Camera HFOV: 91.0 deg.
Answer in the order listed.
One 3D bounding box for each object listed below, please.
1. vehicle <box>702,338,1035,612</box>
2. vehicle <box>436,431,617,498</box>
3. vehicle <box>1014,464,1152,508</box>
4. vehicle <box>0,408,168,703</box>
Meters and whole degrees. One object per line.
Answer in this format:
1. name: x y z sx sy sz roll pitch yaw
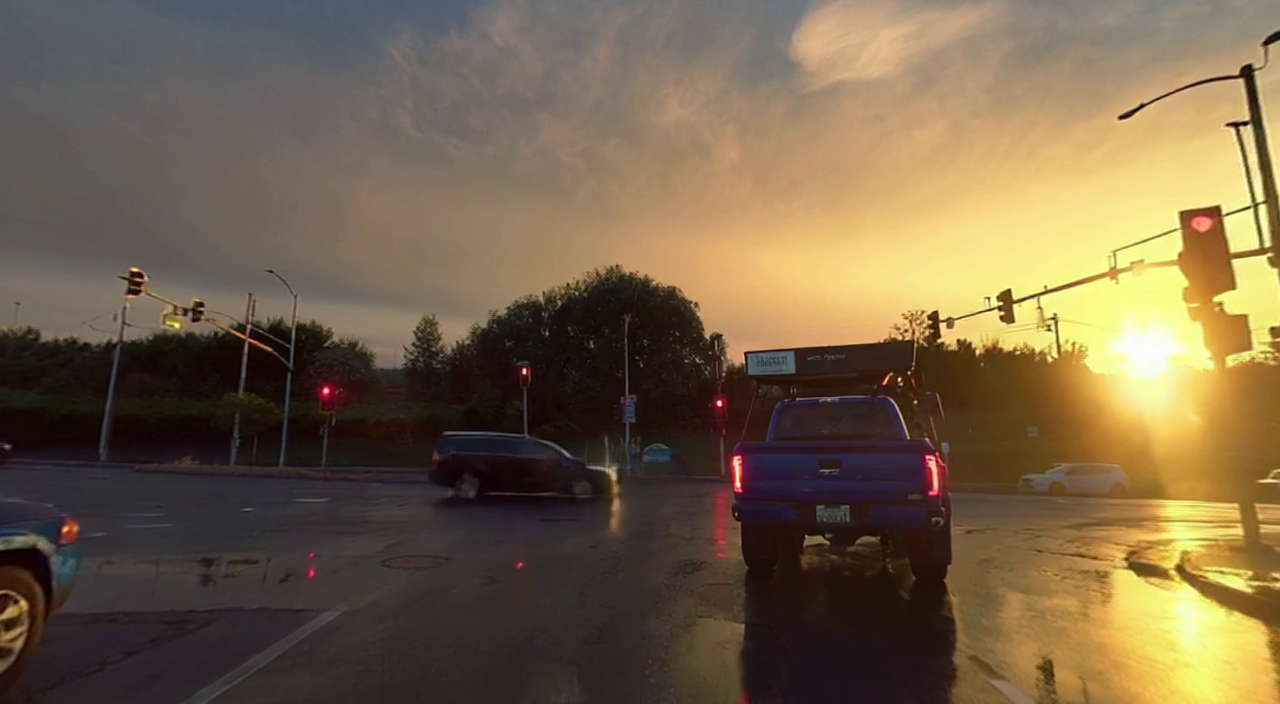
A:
1. vehicle: 2.618 1.527 8.783 2.851 2.400 5.978 -1 -9 11
2. vehicle: -3.126 3.140 17.806 4.695 1.729 2.067 2 -9 -9
3. vehicle: 18.975 5.747 27.139 4.356 1.498 1.957 -3 -8 2
4. vehicle: -4.099 0.844 1.905 1.913 1.491 4.547 1 -9 -2
